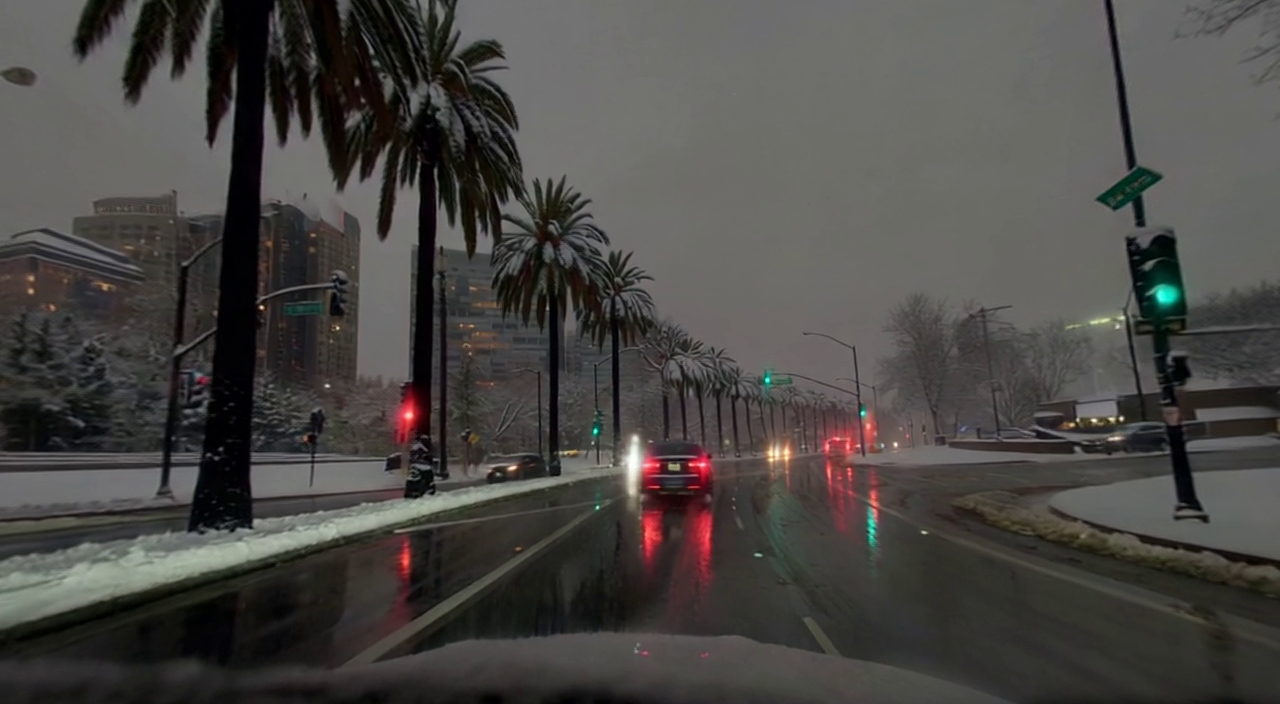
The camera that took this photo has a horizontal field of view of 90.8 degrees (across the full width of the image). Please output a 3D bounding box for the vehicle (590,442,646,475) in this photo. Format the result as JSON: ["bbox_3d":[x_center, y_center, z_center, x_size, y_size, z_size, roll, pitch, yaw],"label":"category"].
[{"bbox_3d":[-1.158,5.926,35.400,2.013,1.746,4.366,-2,-9,14],"label":"vehicle"}]

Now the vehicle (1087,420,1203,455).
[{"bbox_3d":[28.032,4.759,35.139,5.049,1.861,2.081,1,-9,-10],"label":"vehicle"}]

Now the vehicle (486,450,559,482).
[{"bbox_3d":[-5.858,5.741,32.141,2.012,1.467,4.592,-2,-9,12],"label":"vehicle"}]

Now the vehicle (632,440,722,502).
[{"bbox_3d":[1.157,3.210,17.481,2.096,1.492,4.071,-1,-9,9],"label":"vehicle"}]
